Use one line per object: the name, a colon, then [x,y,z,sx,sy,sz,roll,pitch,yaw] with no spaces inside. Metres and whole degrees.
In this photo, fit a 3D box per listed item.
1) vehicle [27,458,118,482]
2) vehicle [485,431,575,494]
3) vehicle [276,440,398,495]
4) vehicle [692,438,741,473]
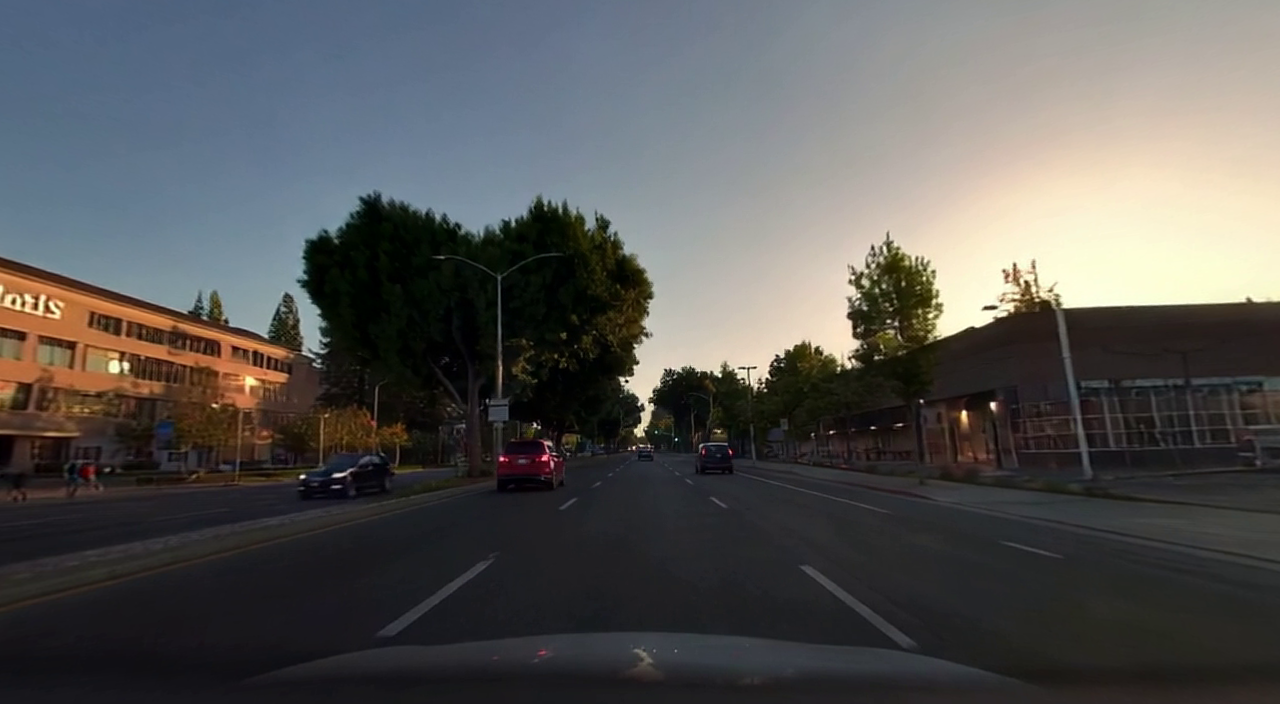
vehicle: [-39.512,8.208,44.065,1.836,1.447,4.790,0,-8,1]
vehicle: [-3.450,3.561,20.690,2.047,1.810,4.414,0,-8,1]
vehicle: [-10.545,4.023,22.417,2.098,1.749,4.584,0,-8,-1]
vehicle: [4.104,5.630,34.615,2.083,1.779,4.347,0,-8,-1]
